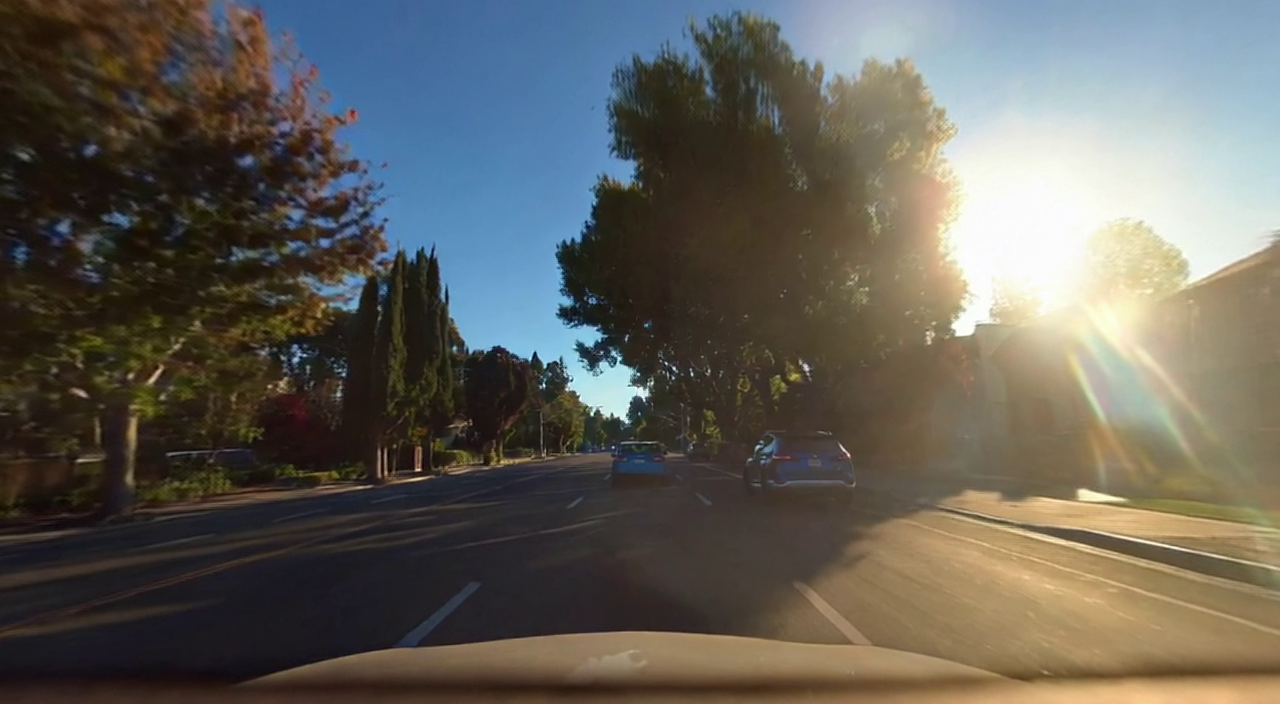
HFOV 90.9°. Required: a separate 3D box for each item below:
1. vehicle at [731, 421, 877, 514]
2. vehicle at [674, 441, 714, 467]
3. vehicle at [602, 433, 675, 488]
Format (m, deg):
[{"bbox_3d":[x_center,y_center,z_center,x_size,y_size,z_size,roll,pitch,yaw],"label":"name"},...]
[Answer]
[{"bbox_3d":[3.422,2.524,14.176,2.024,1.711,4.512,0,-9,0],"label":"vehicle"},{"bbox_3d":[3.335,6.395,39.621,2.099,1.463,4.130,0,-9,-1],"label":"vehicle"},{"bbox_3d":[-0.036,3.626,21.317,2.200,1.653,4.127,0,-9,0],"label":"vehicle"}]
